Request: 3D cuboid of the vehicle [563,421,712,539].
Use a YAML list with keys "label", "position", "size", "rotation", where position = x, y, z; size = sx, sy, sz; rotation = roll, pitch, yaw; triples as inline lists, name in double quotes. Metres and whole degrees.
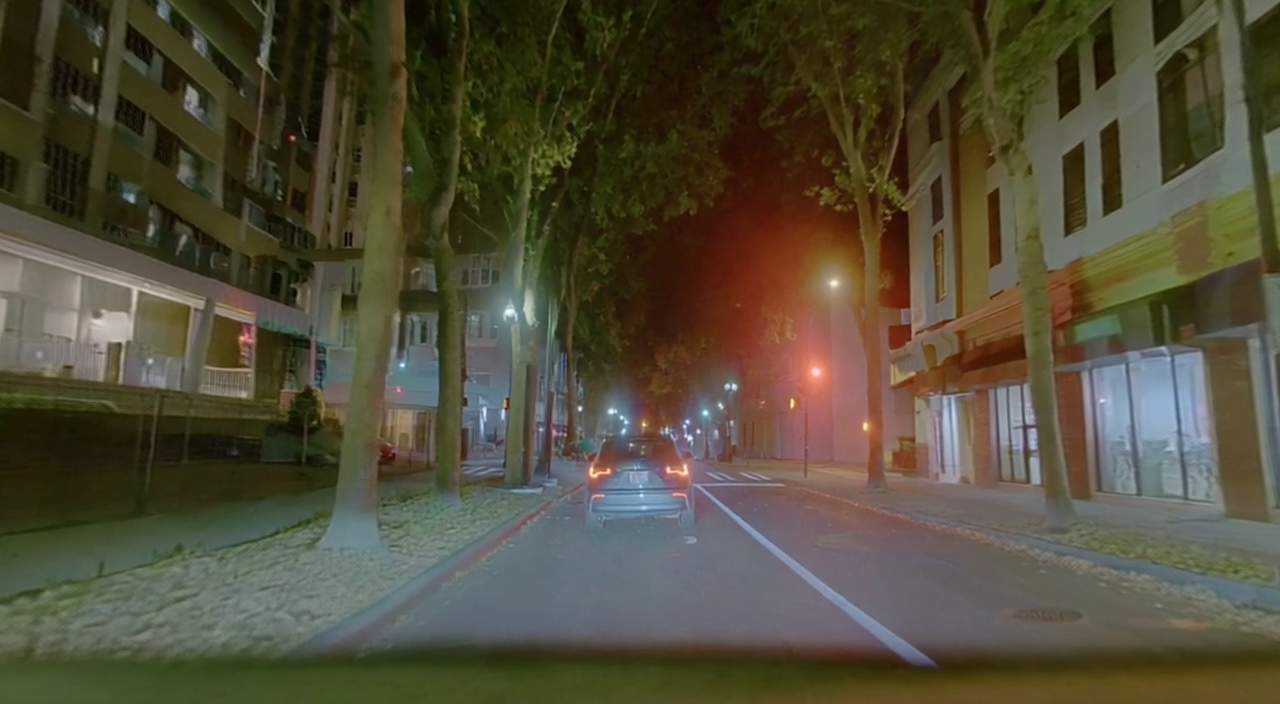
- label: "vehicle"
  position: [-0.082, 2.079, 10.832]
  size: [2.079, 1.621, 3.861]
  rotation: [0, -8, -1]
